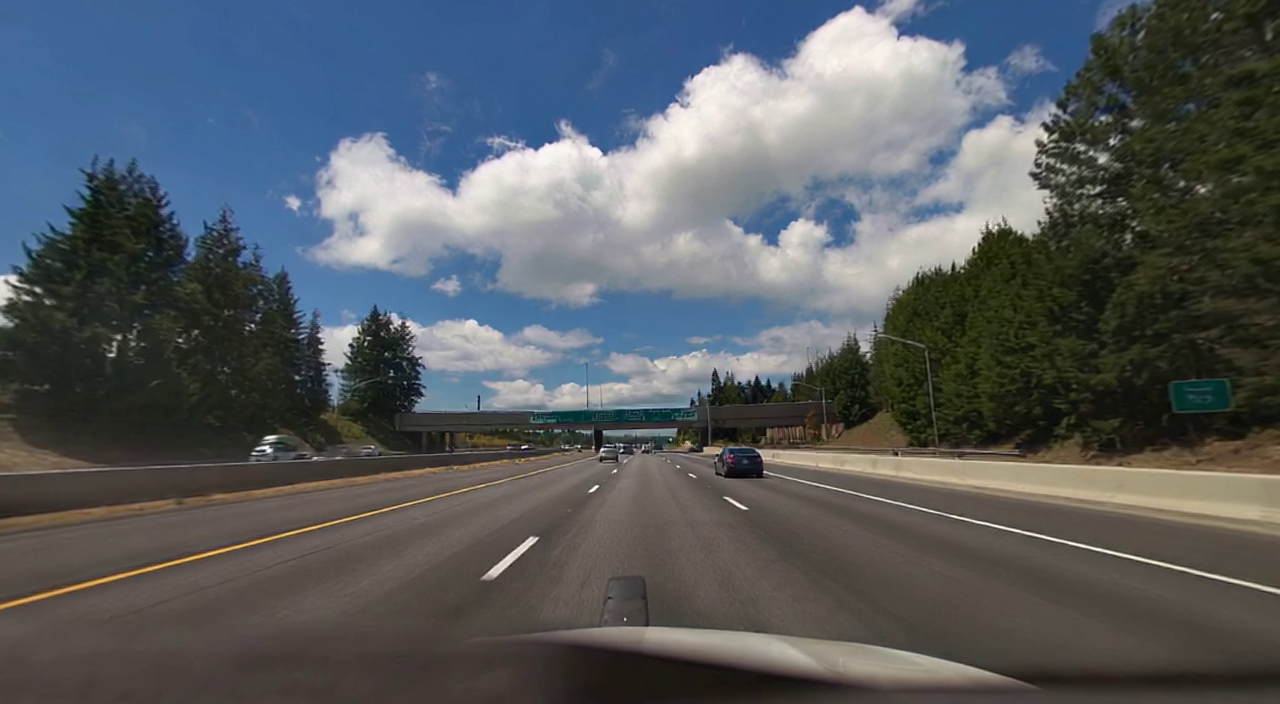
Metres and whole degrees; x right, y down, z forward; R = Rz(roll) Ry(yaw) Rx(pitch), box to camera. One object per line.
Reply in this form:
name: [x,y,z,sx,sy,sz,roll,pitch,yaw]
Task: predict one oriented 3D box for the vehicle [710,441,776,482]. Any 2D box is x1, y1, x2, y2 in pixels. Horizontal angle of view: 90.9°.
vehicle: [4.086,4.405,25.710,1.908,1.483,4.259,0,-8,-1]
